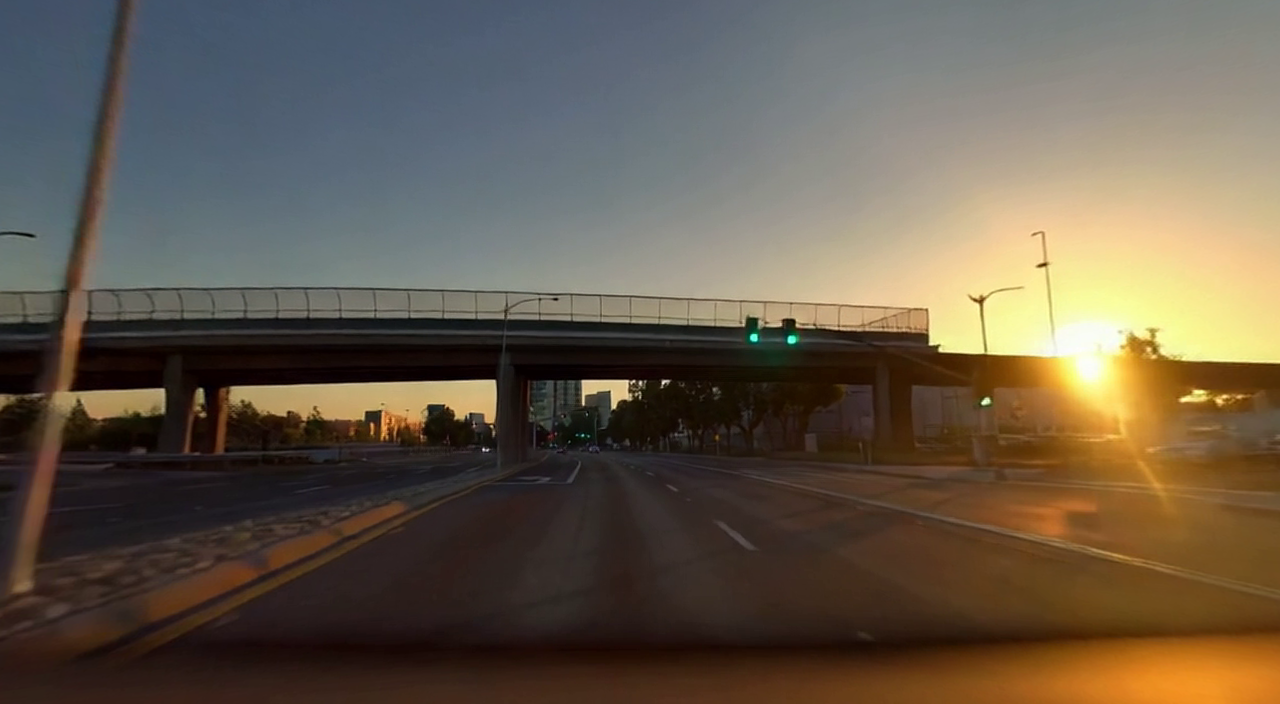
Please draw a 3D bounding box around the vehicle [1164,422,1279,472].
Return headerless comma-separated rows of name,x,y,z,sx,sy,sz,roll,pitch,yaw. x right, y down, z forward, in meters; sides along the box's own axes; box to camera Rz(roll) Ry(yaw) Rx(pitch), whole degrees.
vehicle,22.458,3.685,24.601,1.969,1.732,4.610,-3,-9,25
